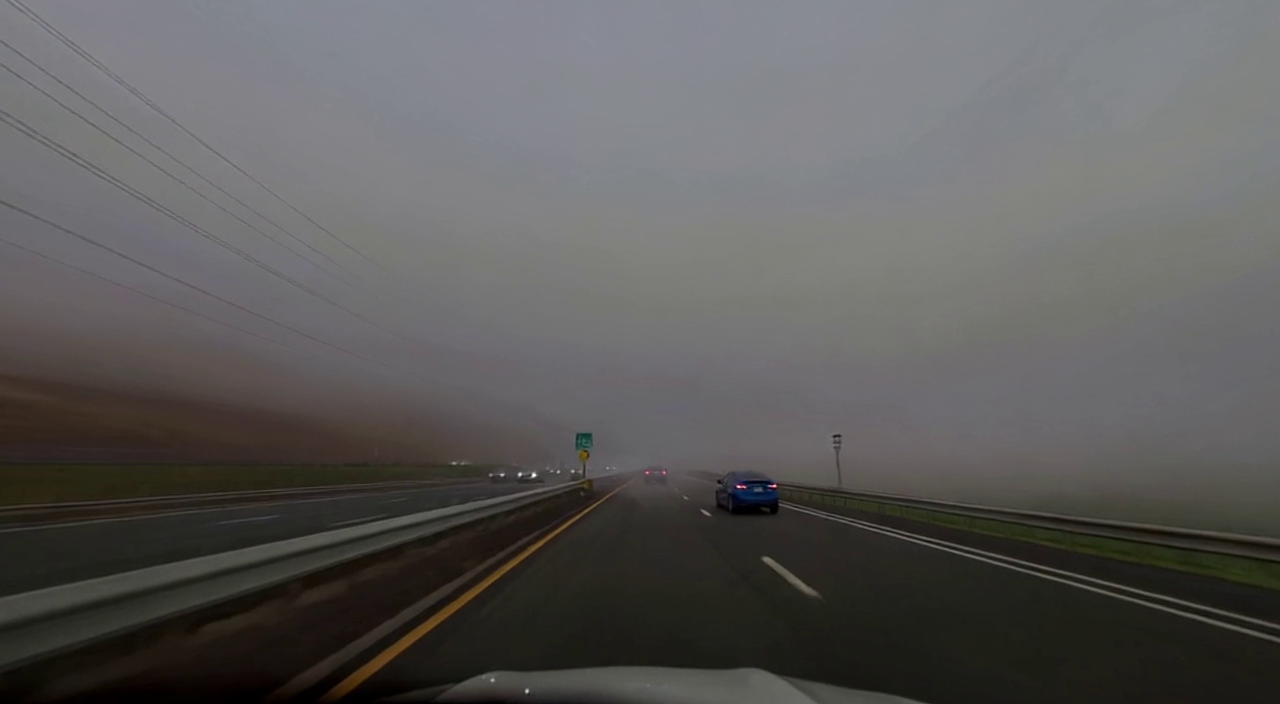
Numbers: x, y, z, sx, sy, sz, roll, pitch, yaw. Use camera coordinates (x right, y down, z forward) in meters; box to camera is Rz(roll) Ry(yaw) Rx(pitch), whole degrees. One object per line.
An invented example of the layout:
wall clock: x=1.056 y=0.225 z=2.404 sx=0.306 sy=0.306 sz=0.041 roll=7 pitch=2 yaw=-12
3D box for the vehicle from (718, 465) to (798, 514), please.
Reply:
vehicle: x=4.043 y=4.798 z=22.187 sx=1.985 sy=1.521 sz=3.904 roll=1 pitch=-10 yaw=-1
